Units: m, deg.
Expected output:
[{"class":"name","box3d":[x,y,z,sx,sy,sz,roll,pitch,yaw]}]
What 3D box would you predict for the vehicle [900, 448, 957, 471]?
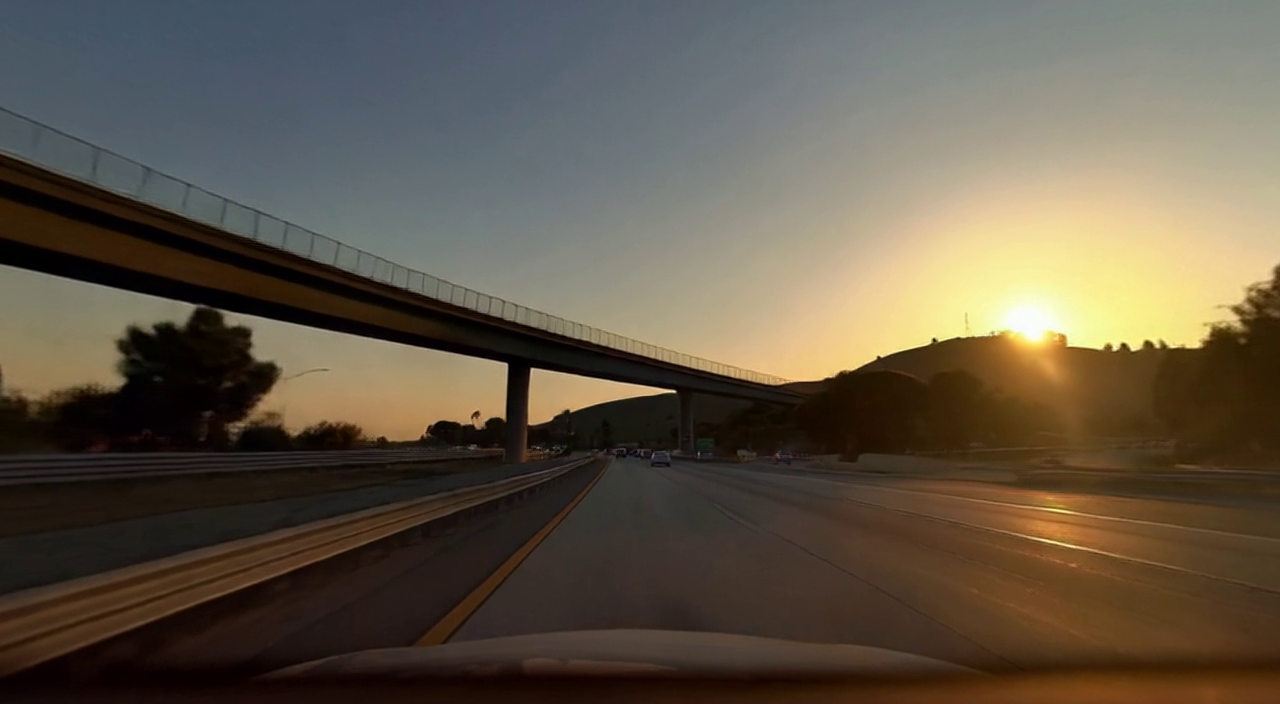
[{"class":"vehicle","box3d":[20.103,7.474,44.196,1.885,1.510,4.372,0,-9,-1]}]
